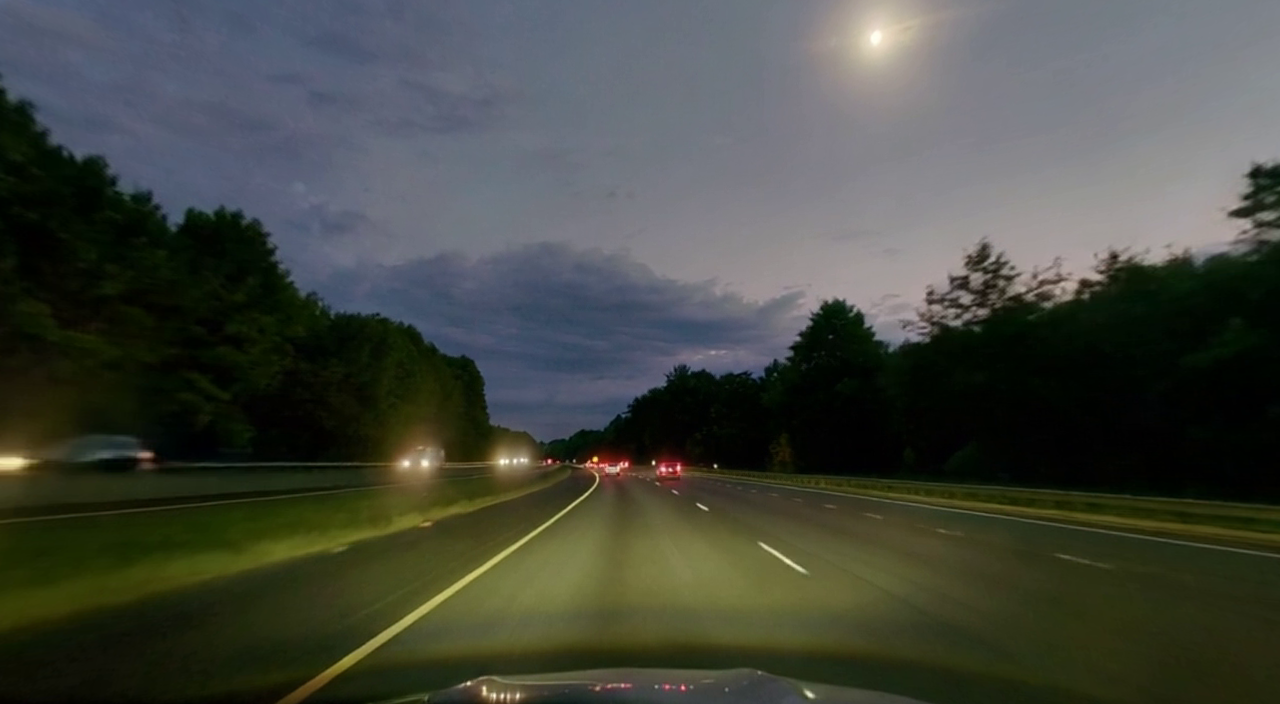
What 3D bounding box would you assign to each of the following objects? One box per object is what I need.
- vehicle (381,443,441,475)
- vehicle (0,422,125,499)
[{"bbox_3d":[-15.037,7.113,41.718,2.240,1.991,5.012,1,-10,-2],"label":"vehicle"},{"bbox_3d":[-14.026,2.402,13.939,1.986,1.548,3.812,1,-10,-1],"label":"vehicle"}]
